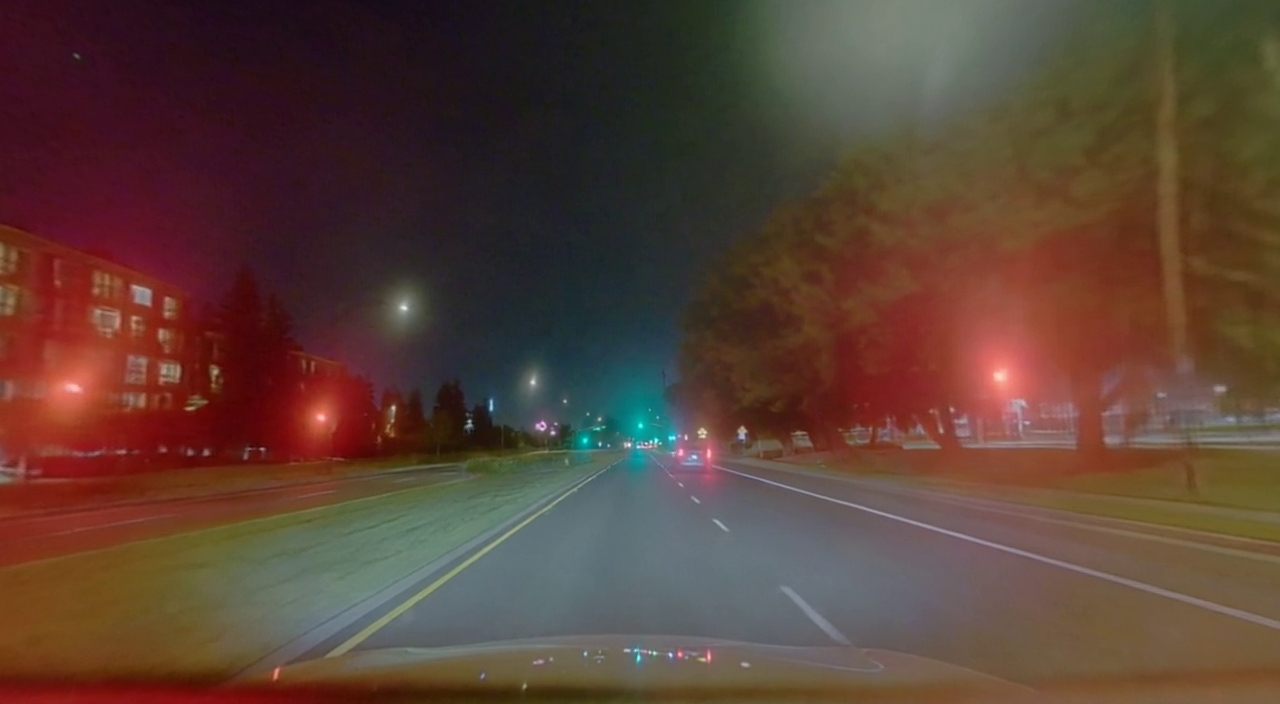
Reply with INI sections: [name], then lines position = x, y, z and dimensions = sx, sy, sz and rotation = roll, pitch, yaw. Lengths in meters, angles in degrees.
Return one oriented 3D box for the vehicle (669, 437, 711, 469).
[vehicle]
position = 3.026, 6.273, 39.482
dimensions = 2.085, 1.828, 5.383
rotation = 0, -8, -1
